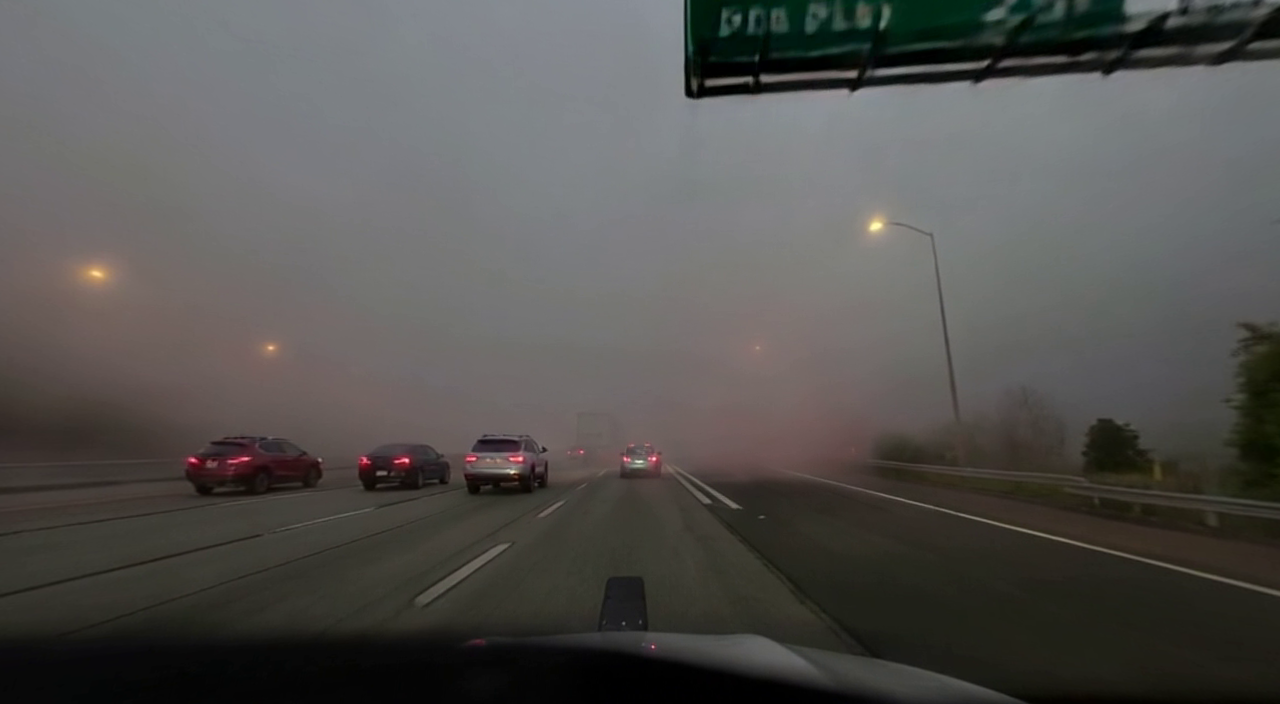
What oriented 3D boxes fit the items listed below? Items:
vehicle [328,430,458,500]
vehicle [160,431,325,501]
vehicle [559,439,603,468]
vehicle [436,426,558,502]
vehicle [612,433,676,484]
[{"bbox_3d":[-6.934,3.198,18.283,1.998,1.770,4.222,0,-8,1],"label":"vehicle"},{"bbox_3d":[-11.146,3.206,18.148,1.871,1.747,4.342,0,-8,0],"label":"vehicle"},{"bbox_3d":[-3.567,6.263,39.124,2.243,1.683,4.178,0,-8,1],"label":"vehicle"},{"bbox_3d":[-3.695,2.986,17.224,2.125,1.792,4.466,0,-8,2],"label":"vehicle"},{"bbox_3d":[0.166,3.891,23.322,2.180,1.716,3.920,0,-8,1],"label":"vehicle"}]
